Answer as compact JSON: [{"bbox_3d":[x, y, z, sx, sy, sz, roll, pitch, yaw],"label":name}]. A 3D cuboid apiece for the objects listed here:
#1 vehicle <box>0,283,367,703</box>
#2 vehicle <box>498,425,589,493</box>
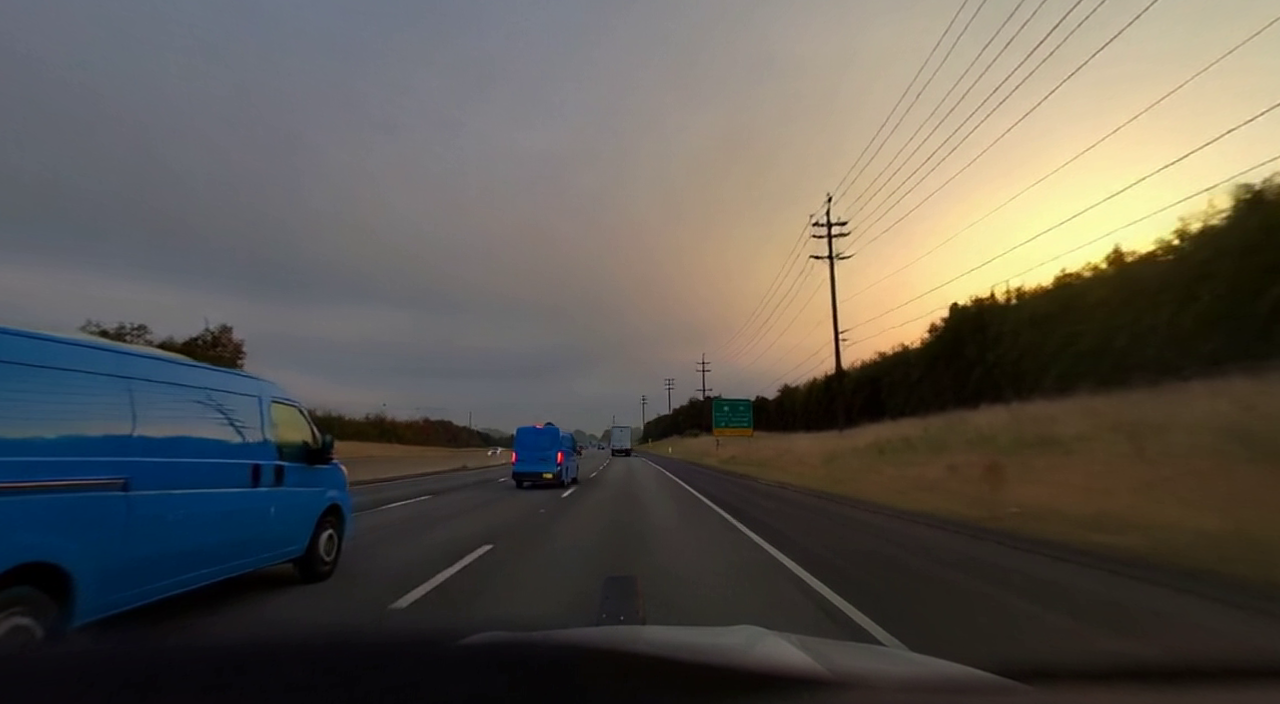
[{"bbox_3d":[-3.930,0.891,3.981,2.145,2.010,4.980,0,-9,0],"label":"vehicle"},{"bbox_3d":[-3.068,3.580,21.348,2.197,2.011,5.130,0,-9,1],"label":"vehicle"}]
